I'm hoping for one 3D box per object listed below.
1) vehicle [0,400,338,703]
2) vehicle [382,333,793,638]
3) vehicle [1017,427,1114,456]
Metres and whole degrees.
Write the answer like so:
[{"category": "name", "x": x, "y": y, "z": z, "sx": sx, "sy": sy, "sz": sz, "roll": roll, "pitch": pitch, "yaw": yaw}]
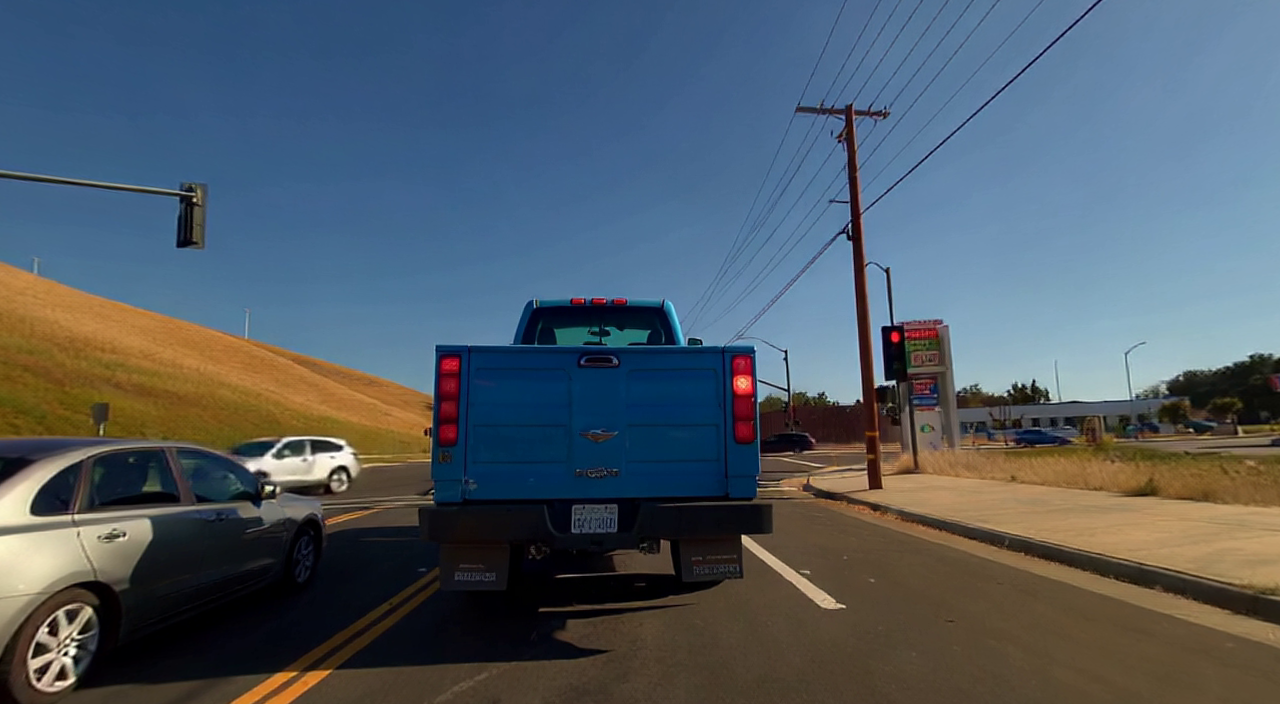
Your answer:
[{"category": "vehicle", "x": -3.958, "y": 1.193, "z": 3.989, "sx": 2.017, "sy": 1.555, "sz": 4.150, "roll": -1, "pitch": -9, "yaw": 0}, {"category": "vehicle", "x": -0.420, "y": 1.327, "z": 7.216, "sx": 2.859, "sy": 2.144, "sz": 5.406, "roll": 0, "pitch": -9, "yaw": -1}, {"category": "vehicle", "x": 25.574, "y": 5.397, "z": 37.930, "sx": 4.419, "sy": 1.496, "sz": 1.854, "roll": -2, "pitch": -9, "yaw": 1}]
